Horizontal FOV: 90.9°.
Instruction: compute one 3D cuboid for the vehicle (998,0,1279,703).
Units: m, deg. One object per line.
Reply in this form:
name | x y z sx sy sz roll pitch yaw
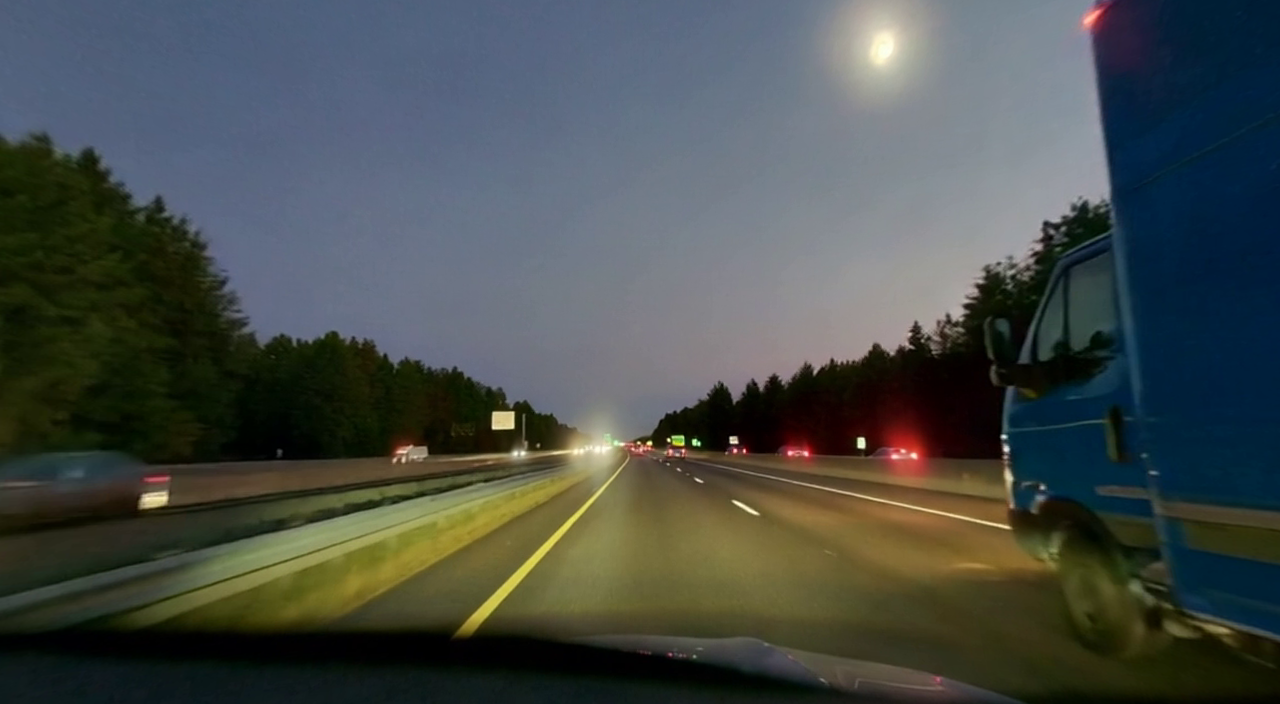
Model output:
vehicle | 4.009 -0.384 1.044 3.012 3.933 6.192 0 -9 0
